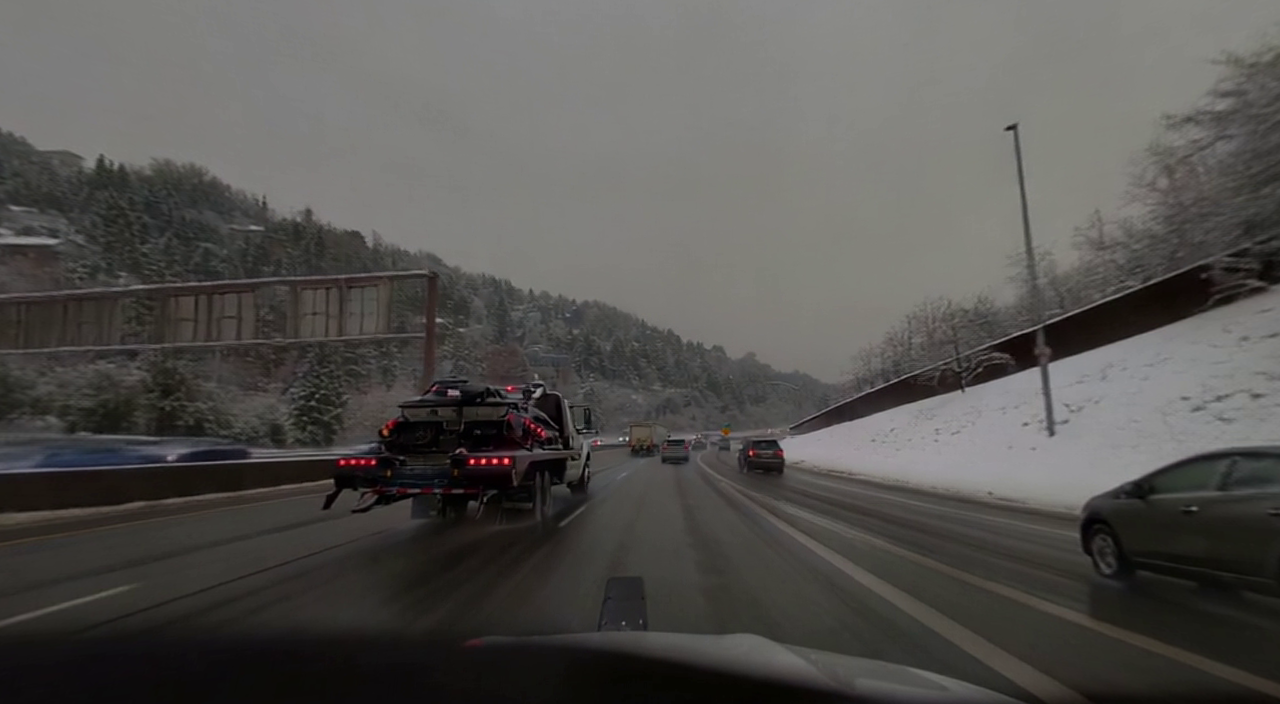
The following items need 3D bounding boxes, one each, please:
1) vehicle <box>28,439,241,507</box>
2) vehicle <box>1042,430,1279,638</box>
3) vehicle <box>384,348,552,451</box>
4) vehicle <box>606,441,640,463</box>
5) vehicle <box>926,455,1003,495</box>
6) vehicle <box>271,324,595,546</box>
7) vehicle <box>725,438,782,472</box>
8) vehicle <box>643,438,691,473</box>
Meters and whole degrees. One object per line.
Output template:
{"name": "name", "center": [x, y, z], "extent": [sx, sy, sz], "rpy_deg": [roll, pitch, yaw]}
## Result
{"name": "vehicle", "center": [-12.741, 3.031, 16.351], "extent": [1.949, 1.509, 4.168], "rpy_deg": [0, -8, 2]}
{"name": "vehicle", "center": [5.625, 1.367, 4.886], "extent": [2.040, 1.481, 4.260], "rpy_deg": [1, -8, -3]}
{"name": "vehicle", "center": [-3.111, 1.116, 12.609], "extent": [1.893, 1.674, 4.766], "rpy_deg": [0, -8, 1]}
{"name": "vehicle", "center": [-1.169, 7.047, 44.632], "extent": [2.016, 1.450, 4.310], "rpy_deg": [0, -8, 4]}
{"name": "vehicle", "center": [22.372, 8.430, 43.760], "extent": [2.433, 2.488, 4.939], "rpy_deg": [1, -8, -4]}
{"name": "vehicle", "center": [-3.113, 1.826, 13.589], "extent": [3.162, 2.955, 10.282], "rpy_deg": [0, -8, 2]}
{"name": "vehicle", "center": [5.818, 5.356, 32.916], "extent": [2.075, 1.614, 4.682], "rpy_deg": [0, -8, 0]}
{"name": "vehicle", "center": [1.266, 4.816, 29.491], "extent": [2.079, 1.499, 3.915], "rpy_deg": [0, -8, 2]}
